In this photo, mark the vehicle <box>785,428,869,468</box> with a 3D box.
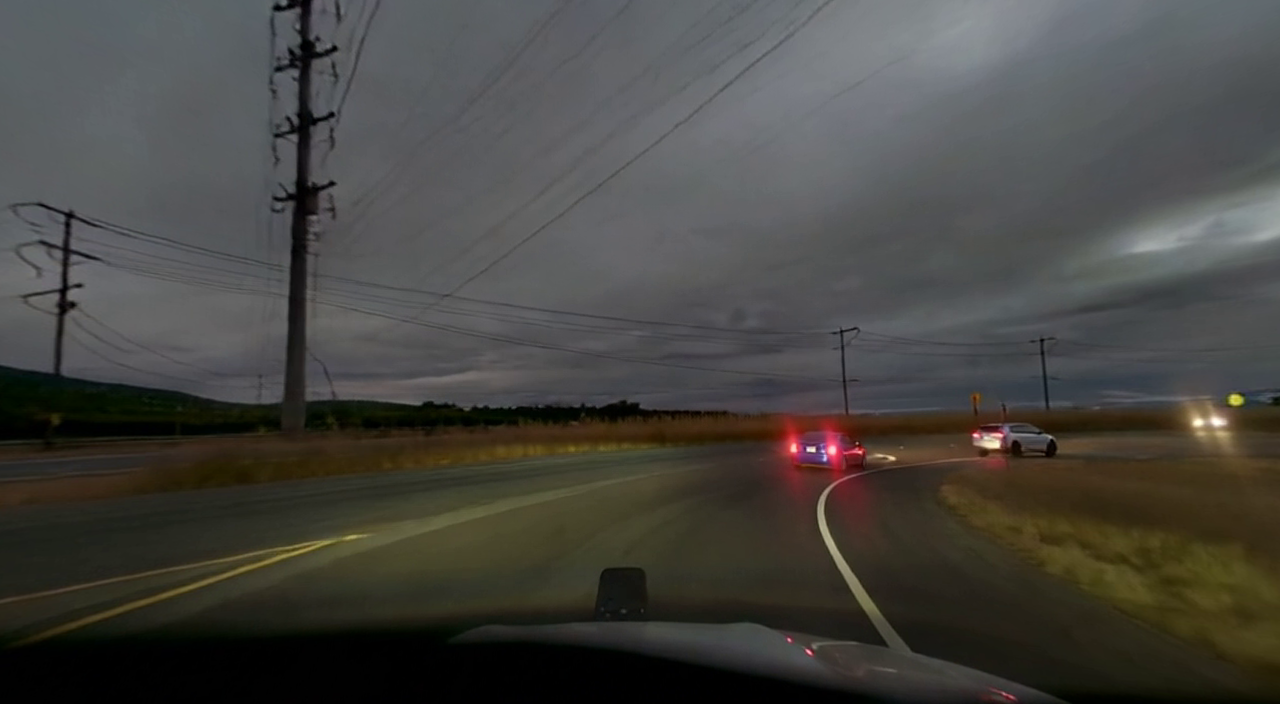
[{"bbox_3d":[7.396,3.706,24.654,2.026,1.407,4.374,-6,-9,31],"label":"vehicle"}]

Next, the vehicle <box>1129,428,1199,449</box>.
[{"bbox_3d":[40.191,6.626,48.370,4.102,1.552,1.931,1,-8,-14],"label":"vehicle"}]

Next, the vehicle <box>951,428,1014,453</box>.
[{"bbox_3d":[22.226,5.709,40.870,4.307,1.465,1.836,5,-9,-37],"label":"vehicle"}]
